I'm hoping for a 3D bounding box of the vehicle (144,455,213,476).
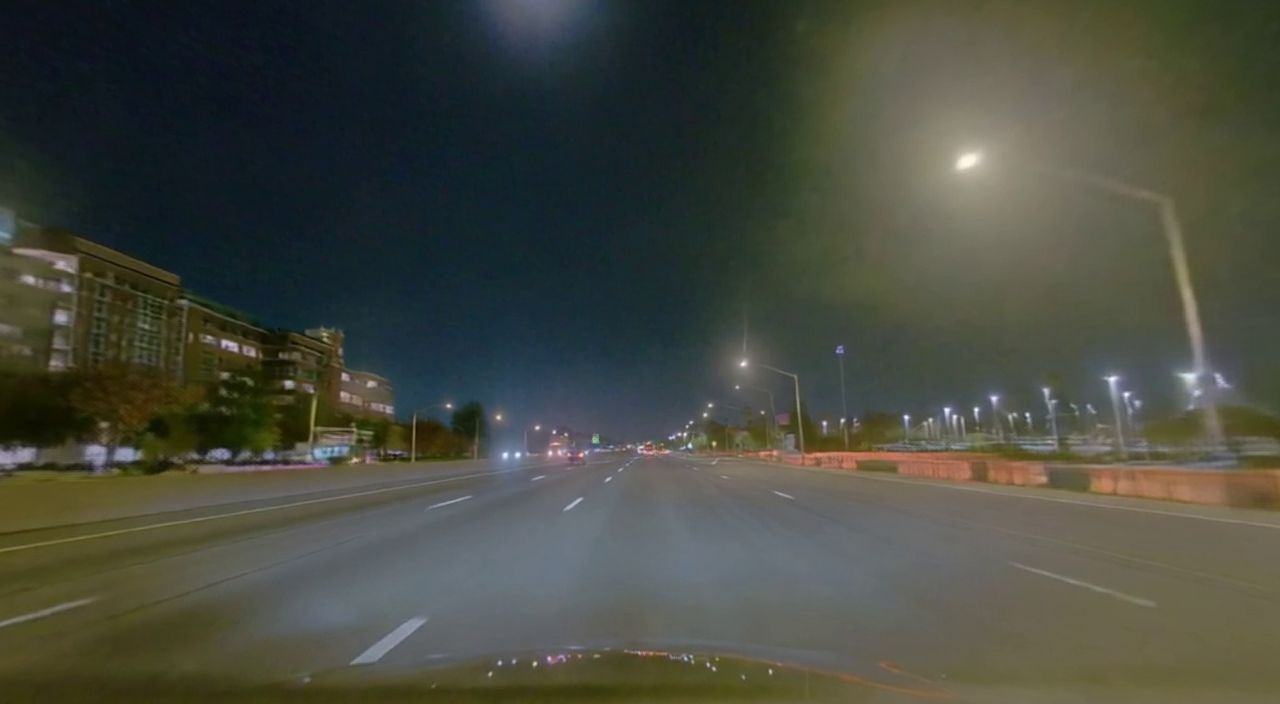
[{"bbox_3d":[-35.840,8.830,48.964,3.890,1.540,1.824,0,-9,0],"label":"vehicle"}]
